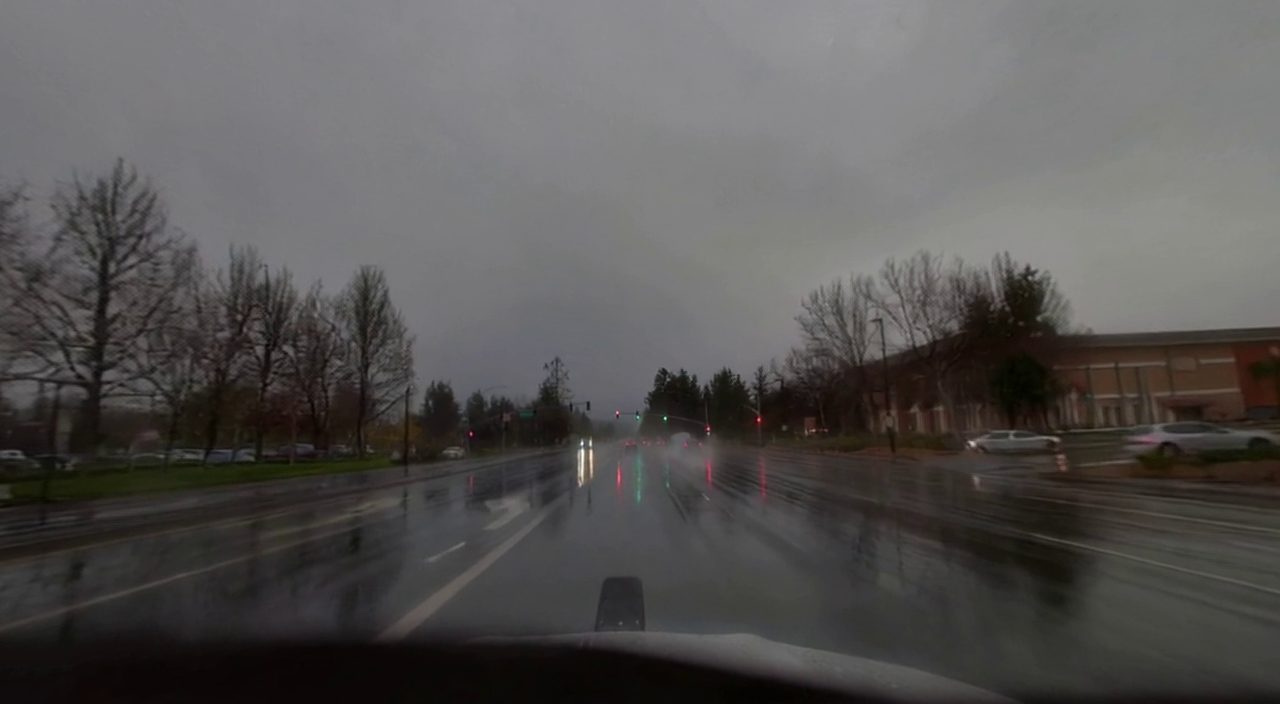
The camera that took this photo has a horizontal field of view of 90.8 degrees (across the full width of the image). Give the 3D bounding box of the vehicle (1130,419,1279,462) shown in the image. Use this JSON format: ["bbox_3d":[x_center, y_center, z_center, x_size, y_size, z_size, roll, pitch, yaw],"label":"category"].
[{"bbox_3d":[25.819,4.052,28.905,4.893,1.873,2.191,0,-8,-1],"label":"vehicle"}]

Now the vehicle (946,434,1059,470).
[{"bbox_3d":[18.110,4.999,31.712,4.427,1.747,2.024,0,-9,-2],"label":"vehicle"}]
